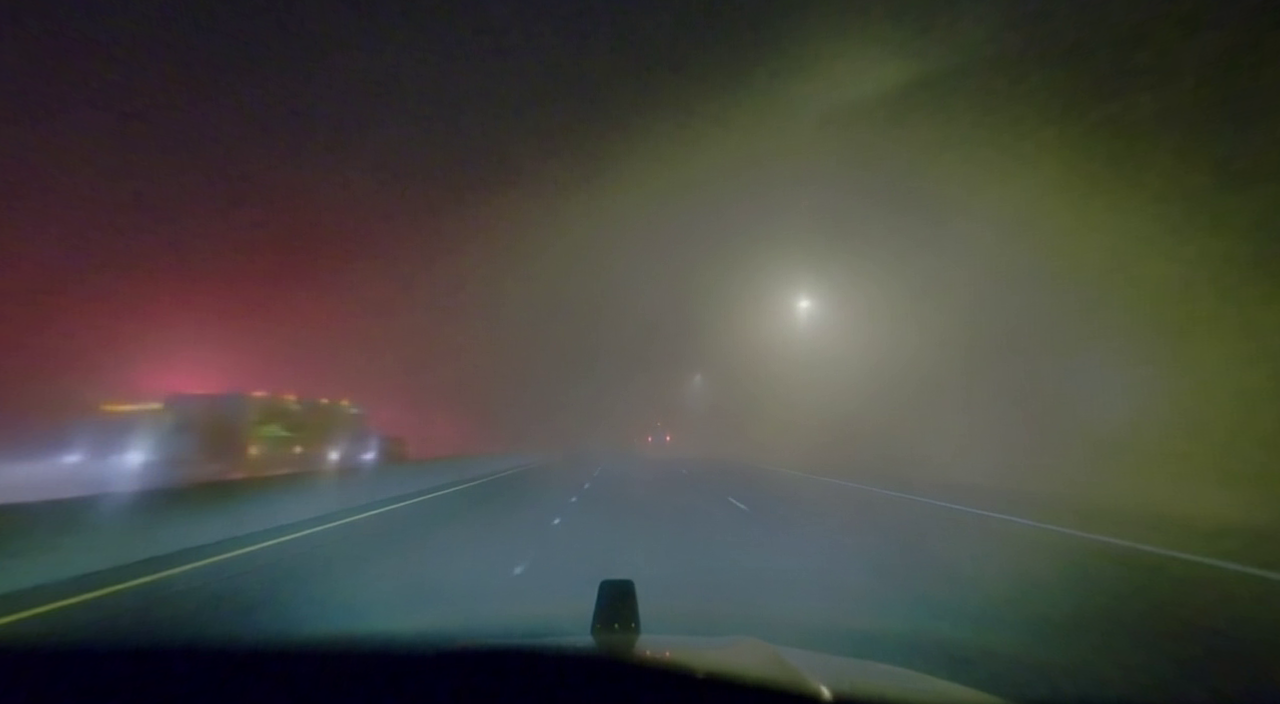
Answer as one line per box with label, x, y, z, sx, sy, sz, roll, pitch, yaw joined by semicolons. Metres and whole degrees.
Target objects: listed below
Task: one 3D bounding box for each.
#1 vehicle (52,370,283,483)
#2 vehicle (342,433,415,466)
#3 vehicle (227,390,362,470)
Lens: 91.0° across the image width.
vehicle;-19.624;3.333;27.310;3.015;4.022;9.156;-1;-8;-2
vehicle;-13.894;5.200;33.724;2.091;1.638;4.615;0;-8;-2
vehicle;-19.883;4.666;37.186;2.854;4.064;9.261;-1;-8;-1
